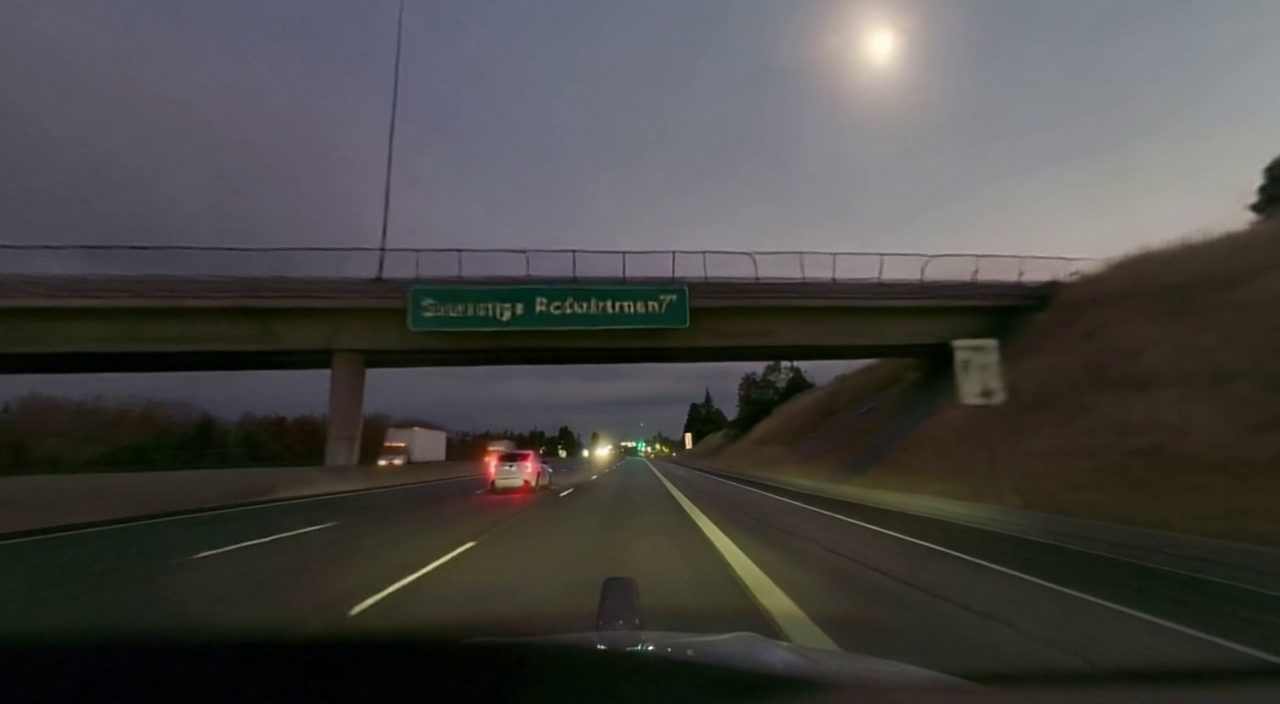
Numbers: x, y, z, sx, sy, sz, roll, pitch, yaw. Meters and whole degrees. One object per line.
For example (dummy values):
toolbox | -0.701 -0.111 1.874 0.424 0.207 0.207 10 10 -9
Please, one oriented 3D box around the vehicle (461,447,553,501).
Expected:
vehicle | -4.039 3.780 19.906 1.992 1.504 4.117 0 -9 0
